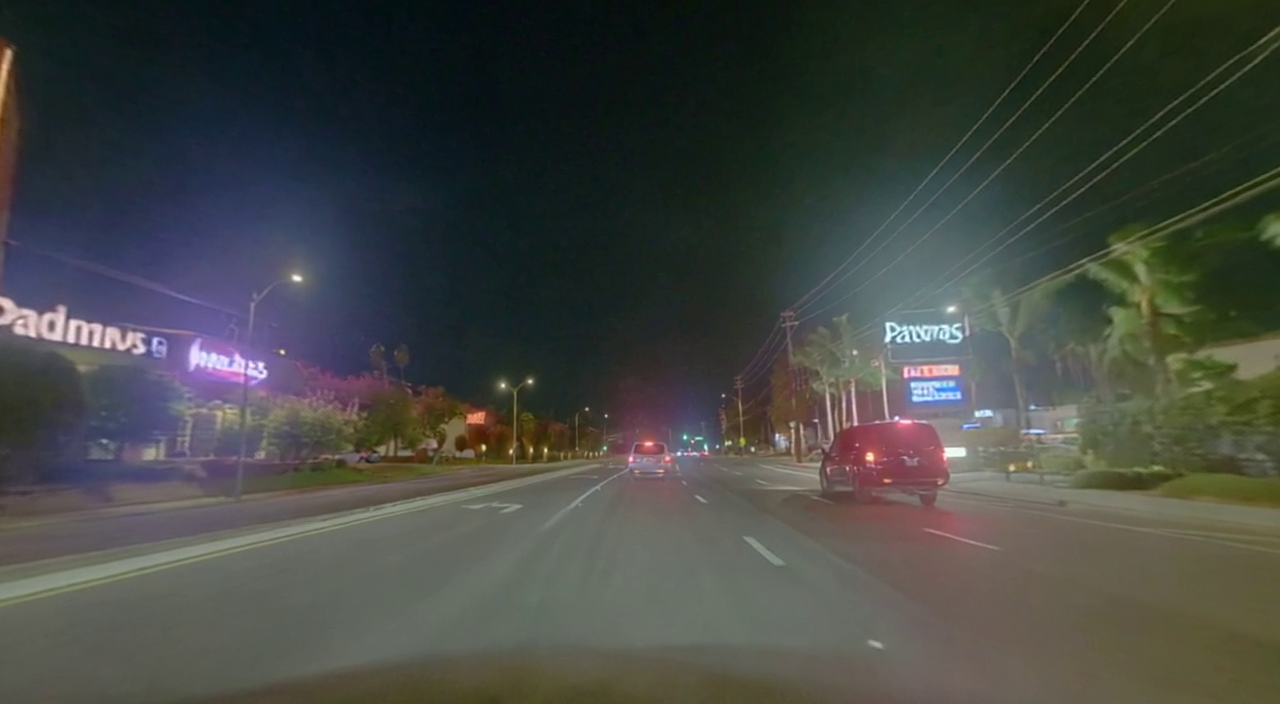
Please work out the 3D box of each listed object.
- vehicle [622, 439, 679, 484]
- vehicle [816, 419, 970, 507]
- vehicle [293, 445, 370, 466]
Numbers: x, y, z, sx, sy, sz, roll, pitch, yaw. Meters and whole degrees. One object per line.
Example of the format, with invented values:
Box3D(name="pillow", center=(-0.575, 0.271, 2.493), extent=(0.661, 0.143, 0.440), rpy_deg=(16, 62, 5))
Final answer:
Box3D(name="vehicle", center=(0.453, 4.411, 25.588), extent=(2.138, 1.672, 4.168), rpy_deg=(0, -9, 2))
Box3D(name="vehicle", center=(6.257, 2.813, 16.278), extent=(2.107, 1.928, 4.471), rpy_deg=(0, -9, 0))
Box3D(name="vehicle", center=(-23.597, 7.914, 48.255), extent=(4.942, 1.557, 2.032), rpy_deg=(-1, -9, 8))
